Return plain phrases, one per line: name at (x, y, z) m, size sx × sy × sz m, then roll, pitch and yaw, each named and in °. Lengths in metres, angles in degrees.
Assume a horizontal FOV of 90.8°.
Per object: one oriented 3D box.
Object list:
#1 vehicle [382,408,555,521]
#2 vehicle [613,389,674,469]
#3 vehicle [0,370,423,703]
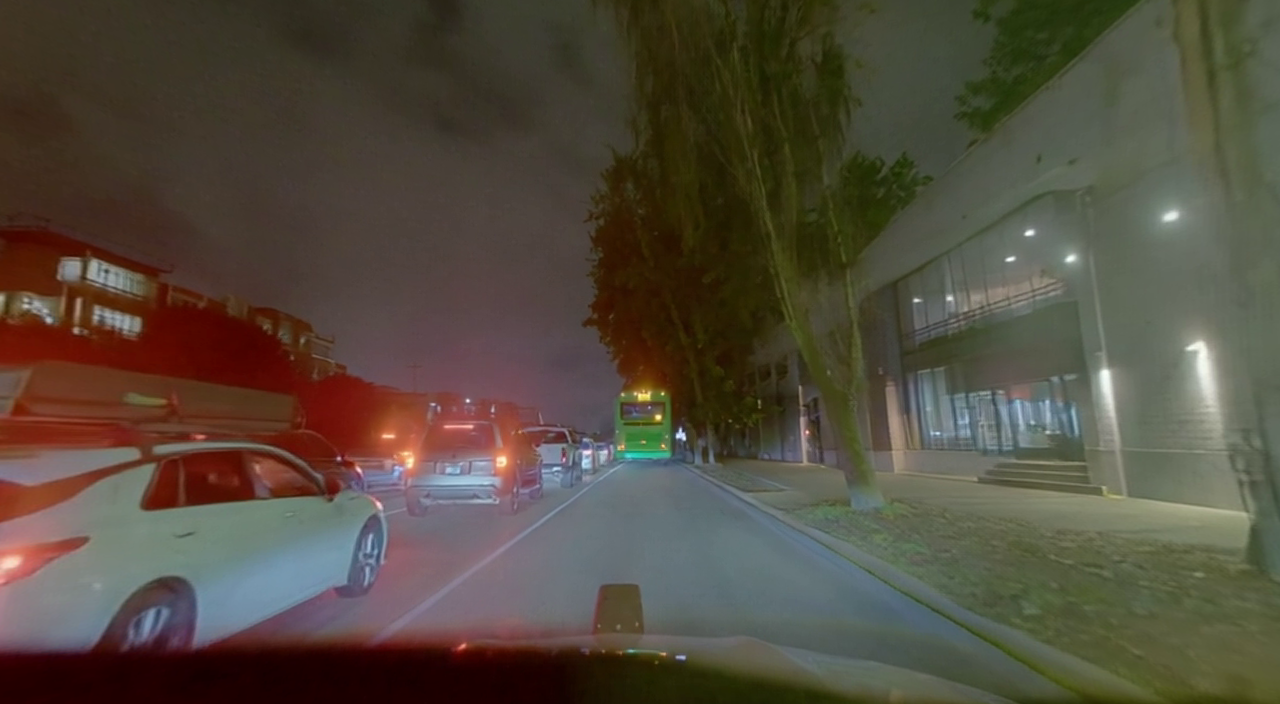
vehicle at (-3.245, 2.281, 13.268) m, size 2.095 × 1.892 × 5.043 m, roll 0°, pitch -9°, yaw 1°
vehicle at (0.251, 4.639, 36.866) m, size 2.970 × 3.857 × 12.200 m, roll 0°, pitch -9°, yaw 1°
vehicle at (-3.292, 1.145, 4.170) m, size 2.042 × 1.571 × 4.475 m, roll 0°, pitch -9°, yaw 1°
